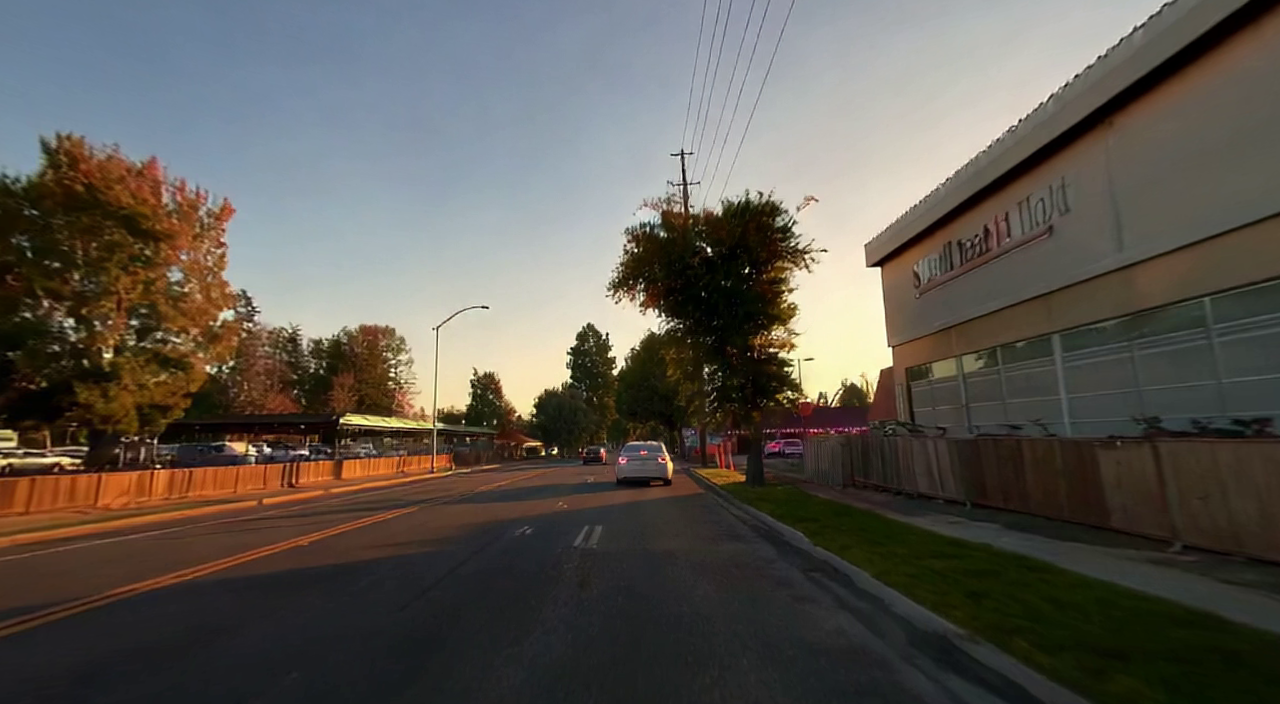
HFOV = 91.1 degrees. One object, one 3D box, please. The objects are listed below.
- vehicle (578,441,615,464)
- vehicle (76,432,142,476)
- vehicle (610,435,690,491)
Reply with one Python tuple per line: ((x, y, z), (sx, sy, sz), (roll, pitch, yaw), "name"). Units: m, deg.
((-3.066, 7.182, 45.045), (2.208, 1.520, 4.358), (0, -8, 1), "vehicle")
((-32.280, 6.172, 38.222), (1.805, 2.504, 2.723), (1, -8, -11), "vehicle")
((0.256, 3.325, 19.117), (2.144, 1.514, 4.063), (0, -8, 0), "vehicle")
